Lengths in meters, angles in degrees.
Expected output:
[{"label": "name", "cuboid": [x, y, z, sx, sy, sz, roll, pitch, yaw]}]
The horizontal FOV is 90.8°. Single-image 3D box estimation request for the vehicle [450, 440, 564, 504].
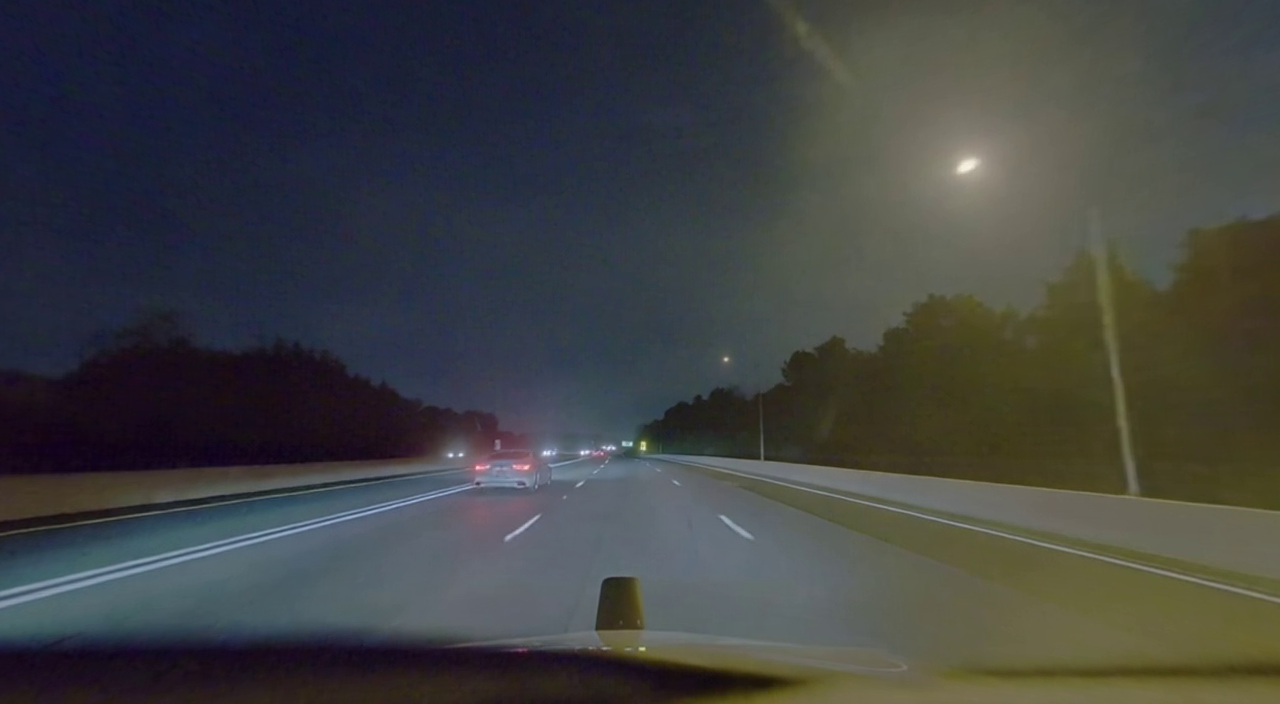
[{"label": "vehicle", "cuboid": [-3.620, 3.379, 18.239, 2.184, 1.574, 5.004, 0, -9, 0]}]
